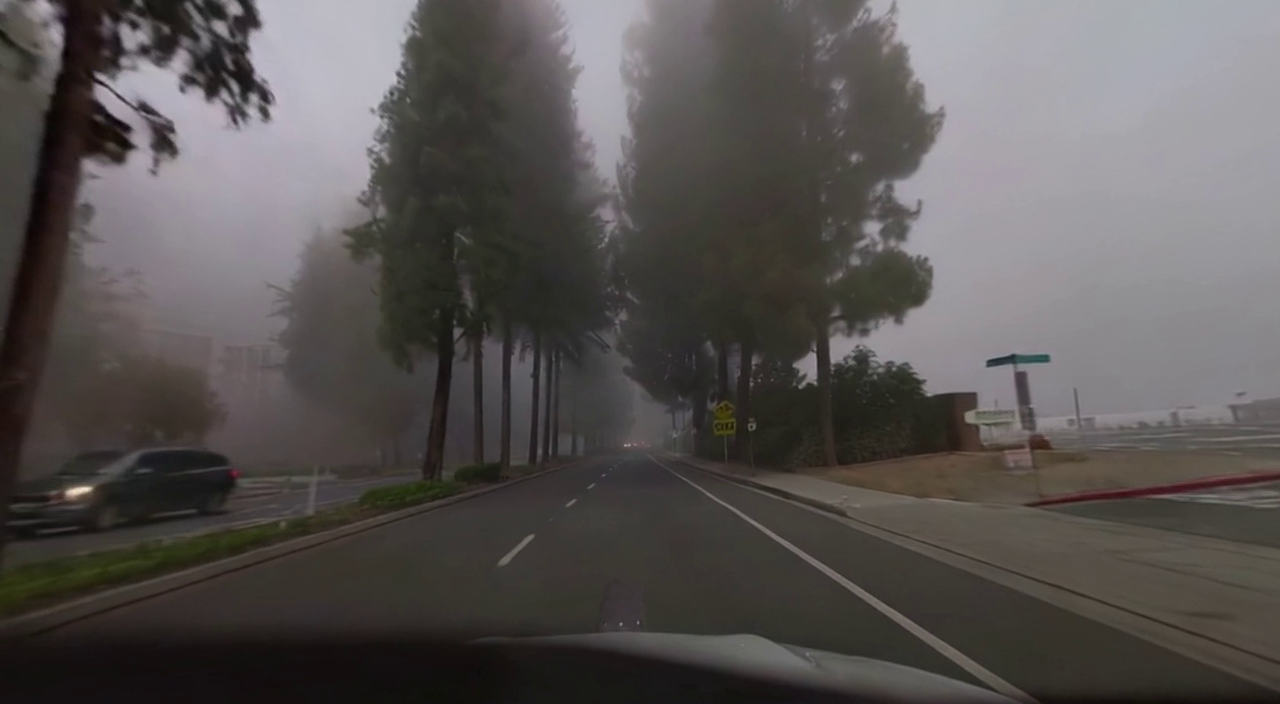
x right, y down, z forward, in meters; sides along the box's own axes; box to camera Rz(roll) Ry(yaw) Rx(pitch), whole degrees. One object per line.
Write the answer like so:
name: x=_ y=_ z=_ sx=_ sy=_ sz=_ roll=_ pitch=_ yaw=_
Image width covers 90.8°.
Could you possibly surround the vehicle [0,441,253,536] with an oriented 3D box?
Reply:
vehicle: x=-13.436 y=3.439 z=16.871 sx=2.505 sy=2.059 sz=5.803 roll=-1 pitch=-8 yaw=0
